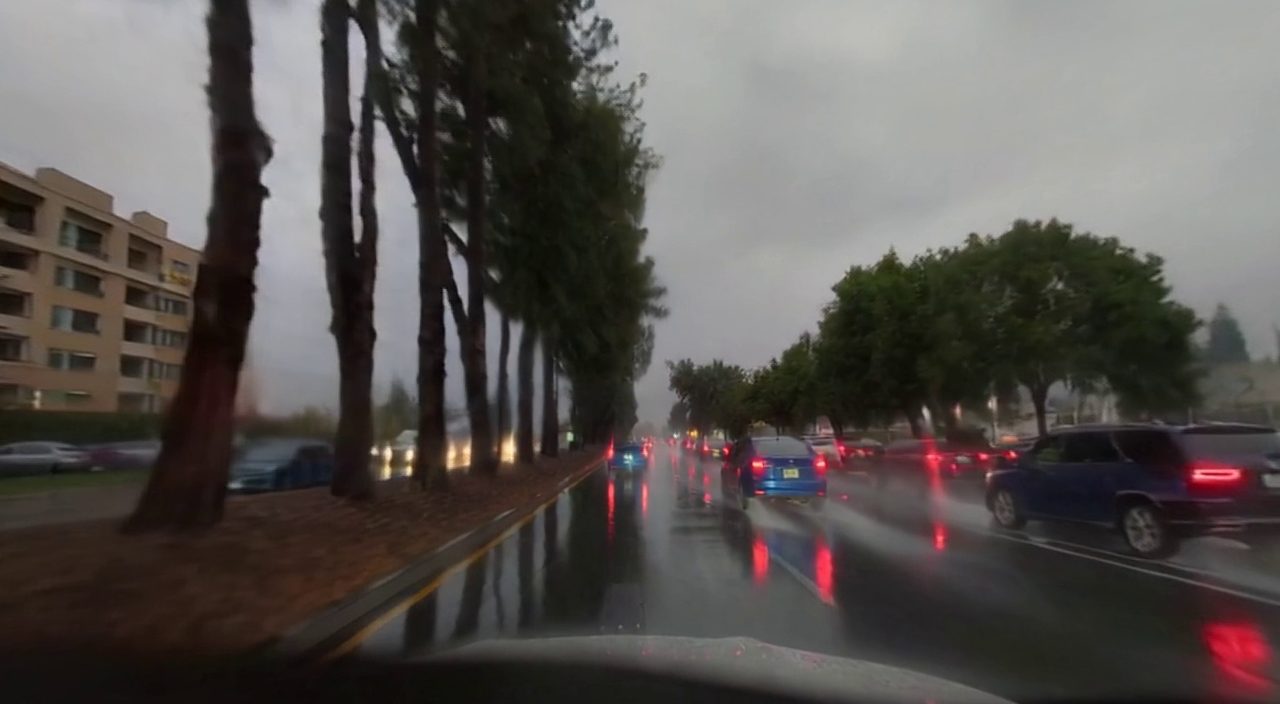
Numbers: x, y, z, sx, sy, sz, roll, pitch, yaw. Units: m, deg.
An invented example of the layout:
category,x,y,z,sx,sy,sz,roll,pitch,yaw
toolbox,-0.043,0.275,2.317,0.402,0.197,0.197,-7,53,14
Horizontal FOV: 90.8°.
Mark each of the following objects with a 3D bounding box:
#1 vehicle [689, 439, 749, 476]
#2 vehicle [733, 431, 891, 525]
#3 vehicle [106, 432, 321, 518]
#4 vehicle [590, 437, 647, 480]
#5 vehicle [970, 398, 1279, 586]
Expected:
category,x,y,z,sx,sy,sz,roll,pitch,yaw
vehicle,3.285,4.484,27.065,1.908,1.453,4.230,0,-9,-1
vehicle,3.072,2.323,12.187,1.852,1.498,3.825,0,-9,-2
vehicle,-9.197,2.658,14.190,1.953,1.612,4.204,0,-9,-2
vehicle,-0.763,4.041,24.156,1.994,1.479,3.647,0,-9,0
vehicle,7.144,1.729,8.681,2.224,1.772,5.325,0,-9,-1
